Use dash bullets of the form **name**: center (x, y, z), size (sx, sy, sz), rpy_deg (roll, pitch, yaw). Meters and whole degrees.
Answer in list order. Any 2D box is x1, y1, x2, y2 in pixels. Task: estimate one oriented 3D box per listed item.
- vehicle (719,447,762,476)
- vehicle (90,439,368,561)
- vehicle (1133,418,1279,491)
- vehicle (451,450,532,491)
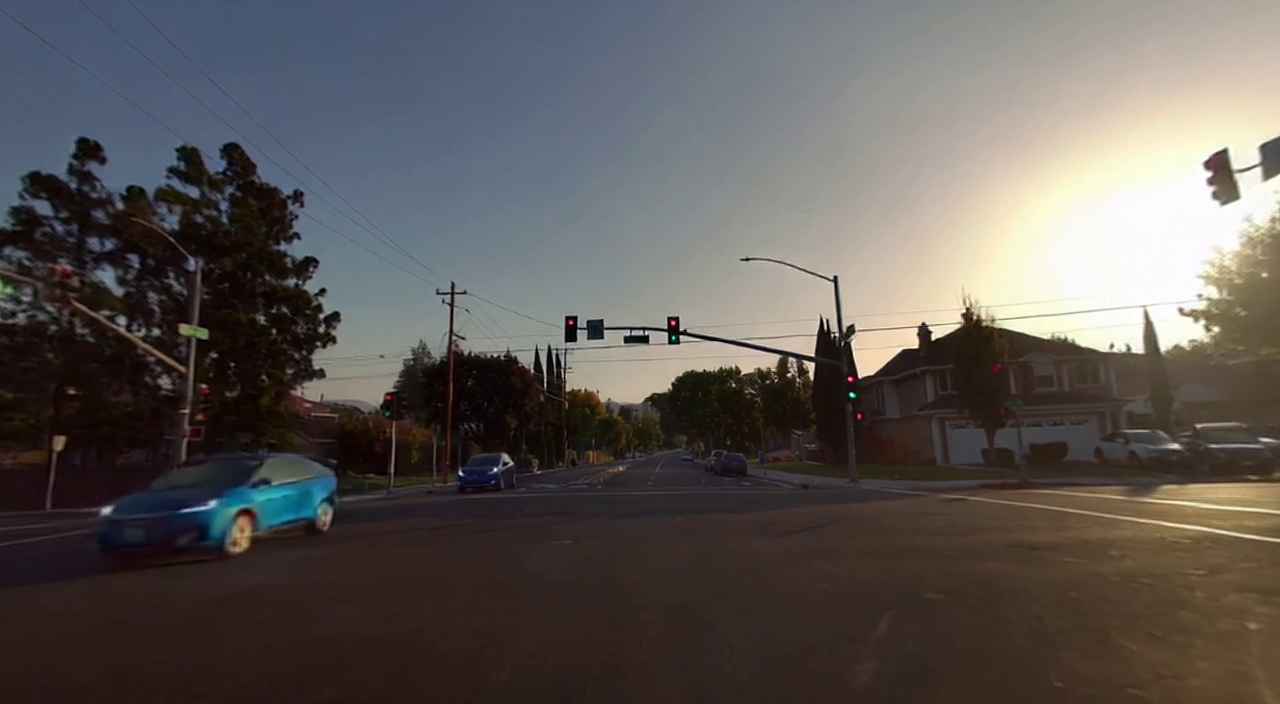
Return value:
- **vehicle**: center (5.842, 6.408, 37.212), size (1.891, 1.611, 4.269), rpy_deg (0, -8, 1)
- **vehicle**: center (-6.713, 2.404, 11.053), size (1.982, 1.686, 4.195), rpy_deg (0, -8, 0)
- **vehicle**: center (15.870, 2.614, 16.239), size (4.452, 1.711, 2.186), rpy_deg (0, -8, 1)
- **vehicle**: center (-6.492, 5.230, 28.296), size (2.270, 1.605, 4.958), rpy_deg (-1, -8, 2)
